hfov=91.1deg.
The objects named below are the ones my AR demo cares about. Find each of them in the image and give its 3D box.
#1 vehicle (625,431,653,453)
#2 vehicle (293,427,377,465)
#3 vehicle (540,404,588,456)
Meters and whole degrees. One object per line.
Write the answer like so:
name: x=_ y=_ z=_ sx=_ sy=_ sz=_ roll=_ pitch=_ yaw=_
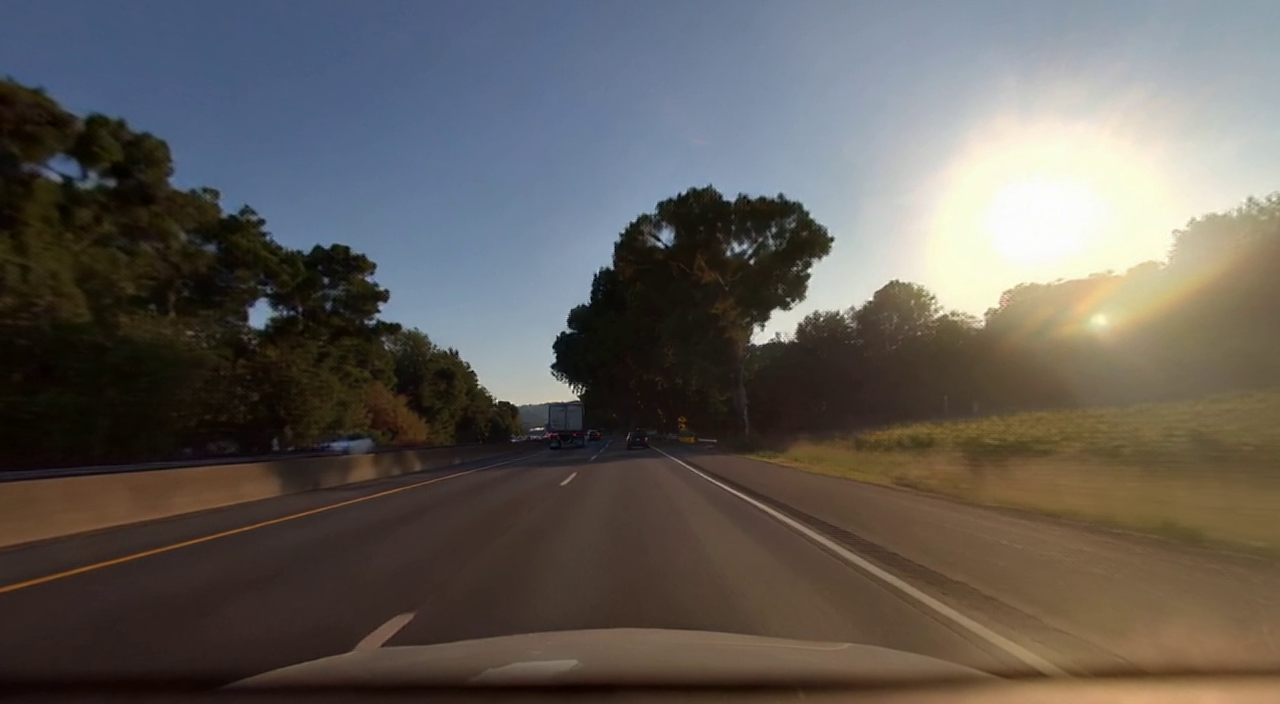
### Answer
vehicle: x=-0.104 y=6.610 z=46.269 sx=1.988 sy=1.472 sz=3.716 roll=0 pitch=-8 yaw=-2
vehicle: x=-17.009 y=5.252 z=35.426 sx=2.321 sy=2.002 sz=4.830 roll=0 pitch=-8 yaw=-1
vehicle: x=-4.846 y=5.148 z=41.230 sx=2.450 sy=3.098 sz=6.965 roll=0 pitch=-8 yaw=-1
